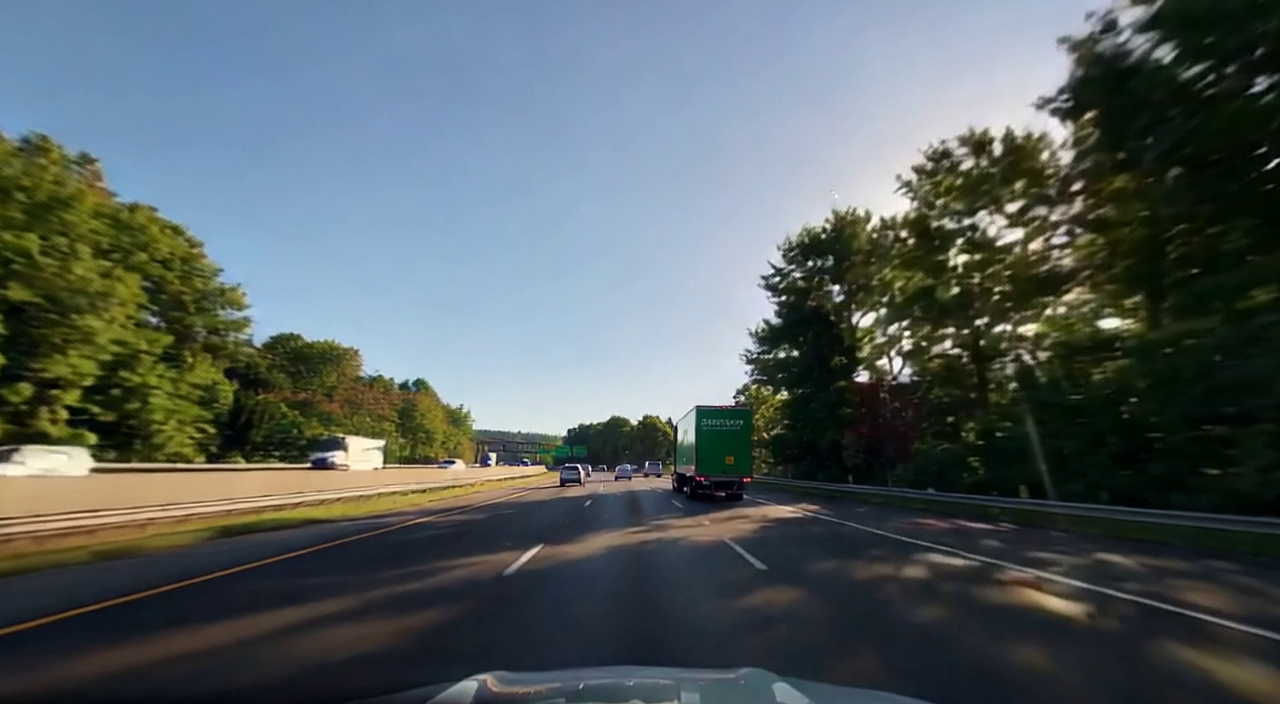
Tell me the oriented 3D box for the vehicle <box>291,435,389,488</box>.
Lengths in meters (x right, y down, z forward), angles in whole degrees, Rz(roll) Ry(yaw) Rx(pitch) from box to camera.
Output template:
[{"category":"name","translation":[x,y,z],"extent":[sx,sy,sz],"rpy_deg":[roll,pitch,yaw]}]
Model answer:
[{"category":"vehicle","translation":[-16.480,6.131,35.154],"extent":[2.284,2.601,6.700],"rpy_deg":[1,-10,-2]}]

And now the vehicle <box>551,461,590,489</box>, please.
[{"category":"vehicle","translation":[-4.479,8.000,41.212],"extent":[2.155,1.667,4.615],"rpy_deg":[1,-10,-2]}]

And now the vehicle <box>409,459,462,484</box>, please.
[{"category":"vehicle","translation":[-12.889,7.582,40.043],"extent":[1.954,1.466,4.444],"rpy_deg":[1,-10,-1]}]

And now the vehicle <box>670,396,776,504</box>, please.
[{"category":"vehicle","translation":[3.640,5.183,32.340],"extent":[2.992,4.300,13.967],"rpy_deg":[1,-10,-2]}]
